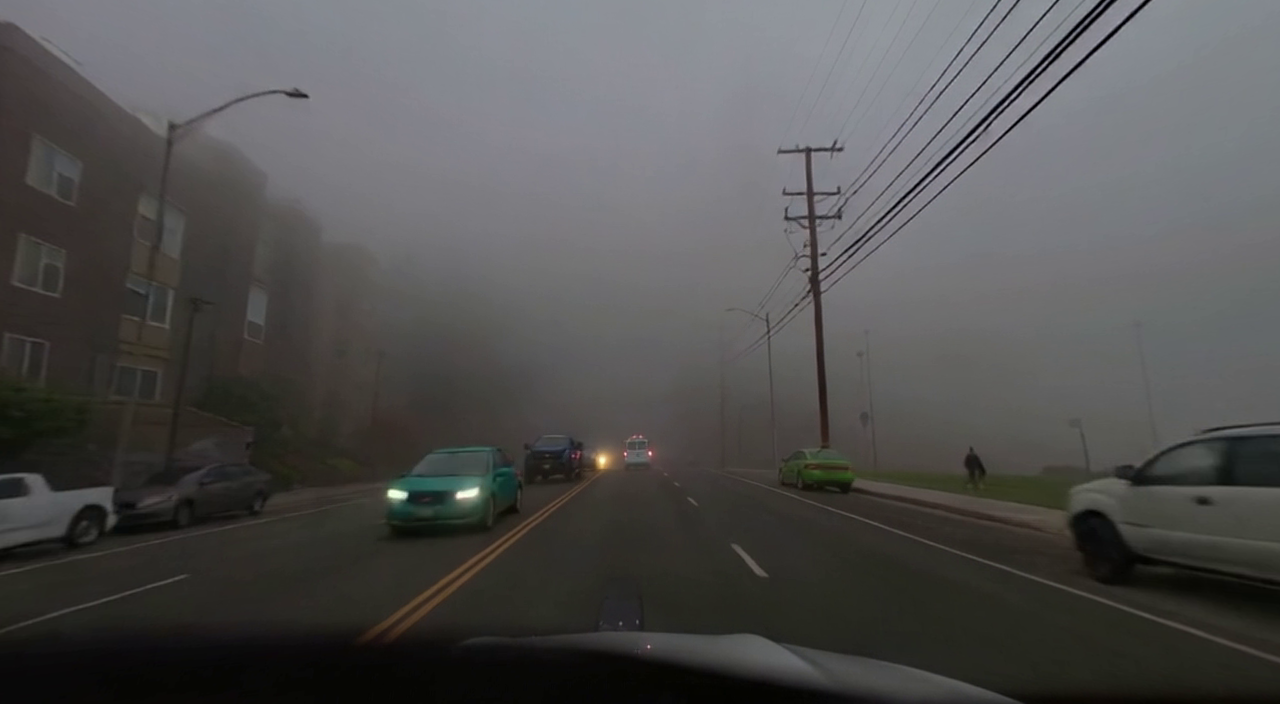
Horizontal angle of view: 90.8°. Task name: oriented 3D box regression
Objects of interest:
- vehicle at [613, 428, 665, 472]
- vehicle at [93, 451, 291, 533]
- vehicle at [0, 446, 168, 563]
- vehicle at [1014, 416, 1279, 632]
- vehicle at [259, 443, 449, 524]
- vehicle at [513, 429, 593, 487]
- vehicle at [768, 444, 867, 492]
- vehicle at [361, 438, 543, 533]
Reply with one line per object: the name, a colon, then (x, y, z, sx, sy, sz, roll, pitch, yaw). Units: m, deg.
vehicle: (-0.004, 4.733, 30.296, 2.308, 1.940, 4.125, -1, -10, 1)
vehicle: (-9.664, 2.994, 14.050, 1.760, 1.497, 3.608, 0, -8, -1)
vehicle: (-9.445, 2.247, 9.236, 1.790, 1.527, 4.123, -1, -14, 1)
vehicle: (6.271, 1.440, 5.514, 2.350, 1.706, 5.901, 0, -8, -1)
vehicle: (-6.024, 2.777, 14.096, 2.023, 1.492, 4.666, 0, -8, 1)
vehicle: (-3.020, 3.802, 23.061, 2.178, 1.861, 4.920, 0, -8, 0)
vehicle: (6.038, 3.980, 22.167, 1.943, 1.490, 4.783, 0, -8, -2)
vehicle: (-3.311, 2.436, 12.265, 2.057, 1.476, 4.593, 0, -8, 1)
